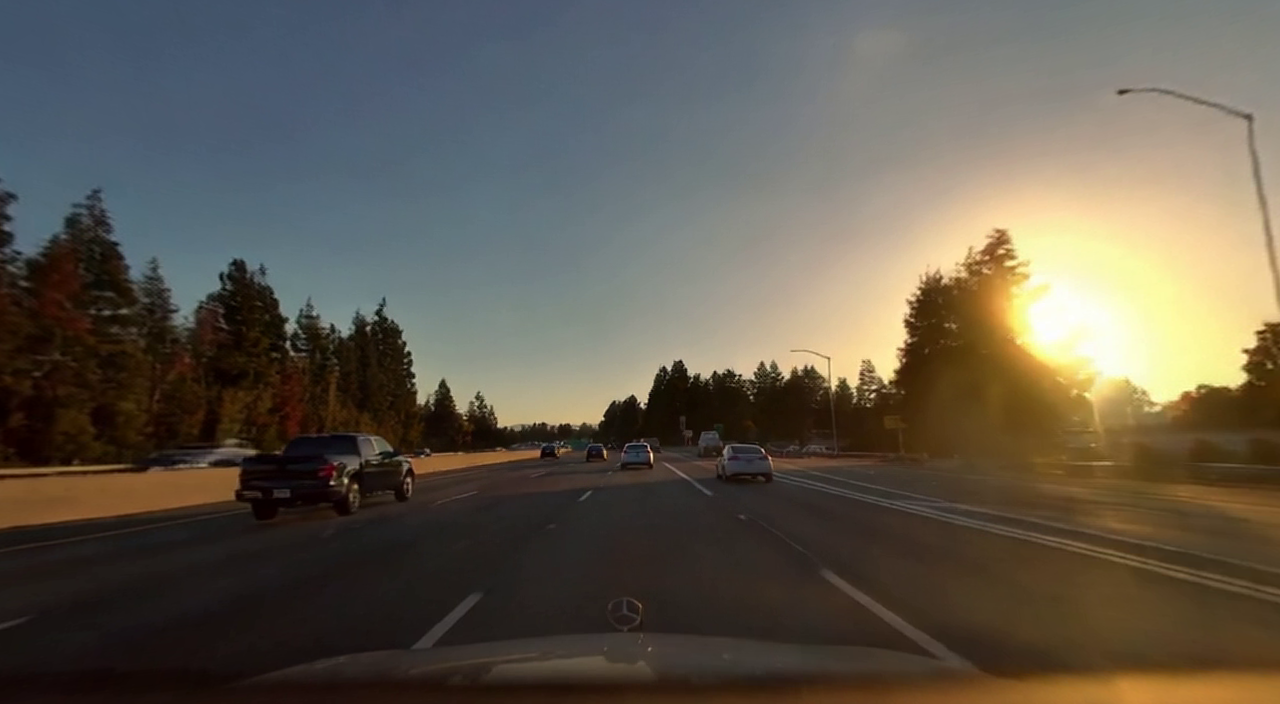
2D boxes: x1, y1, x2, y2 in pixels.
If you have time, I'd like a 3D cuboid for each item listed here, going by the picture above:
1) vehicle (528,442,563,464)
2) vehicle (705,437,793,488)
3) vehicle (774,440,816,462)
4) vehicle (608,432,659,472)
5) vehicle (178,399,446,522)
[{"bbox_3d":[-6.804,7.281,45.854,1.920,1.482,4.385,0,-8,0],"label":"vehicle"},{"bbox_3d":[3.420,3.553,20.691,2.011,1.462,4.286,0,-8,-1],"label":"vehicle"},{"bbox_3d":[11.219,7.188,46.068,2.105,1.481,4.117,0,-8,1],"label":"vehicle"},{"bbox_3d":[-0.300,4.916,31.251,2.323,1.805,4.729,0,-8,0],"label":"vehicle"},{"bbox_3d":[-6.336,2.219,13.508,2.444,2.012,6.122,0,-8,0],"label":"vehicle"}]
